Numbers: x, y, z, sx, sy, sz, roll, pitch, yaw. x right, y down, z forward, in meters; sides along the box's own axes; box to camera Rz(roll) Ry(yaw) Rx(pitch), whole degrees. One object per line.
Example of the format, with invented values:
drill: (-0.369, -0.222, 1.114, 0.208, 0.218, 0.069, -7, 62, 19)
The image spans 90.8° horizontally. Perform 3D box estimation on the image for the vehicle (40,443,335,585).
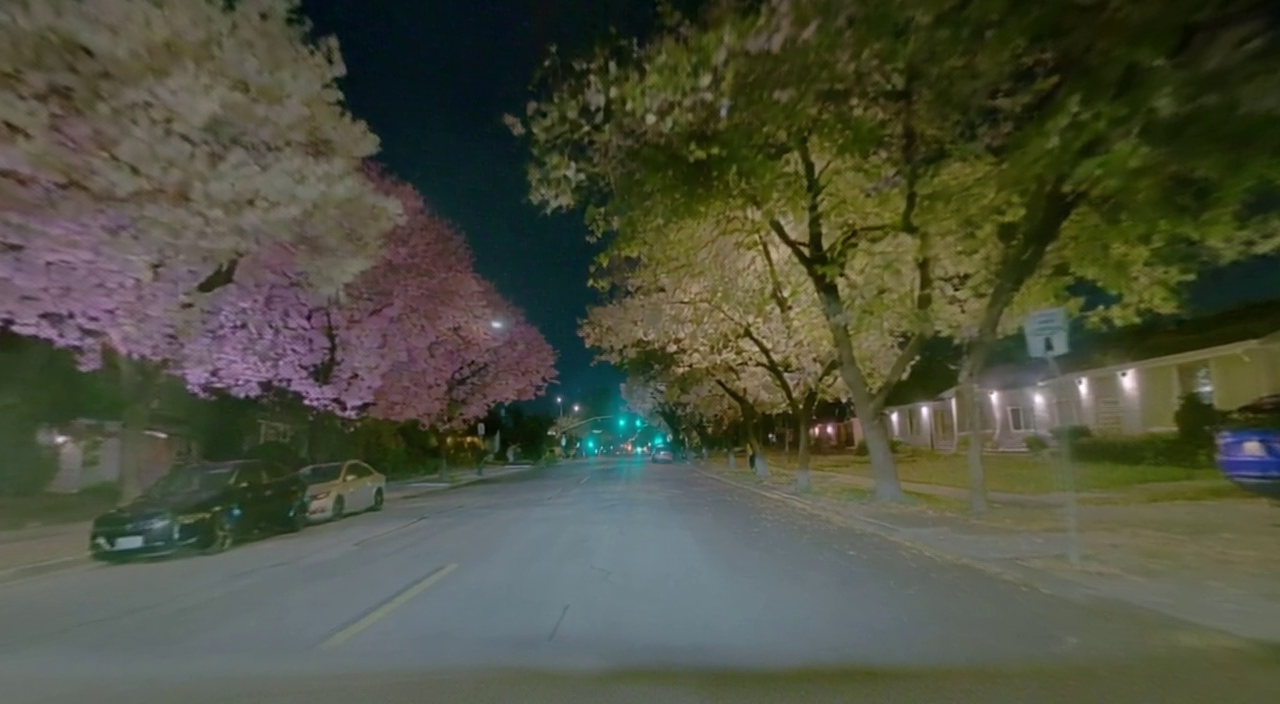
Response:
vehicle: (-6.402, 2.230, 9.682, 1.874, 1.497, 4.233, -2, -7, -8)
